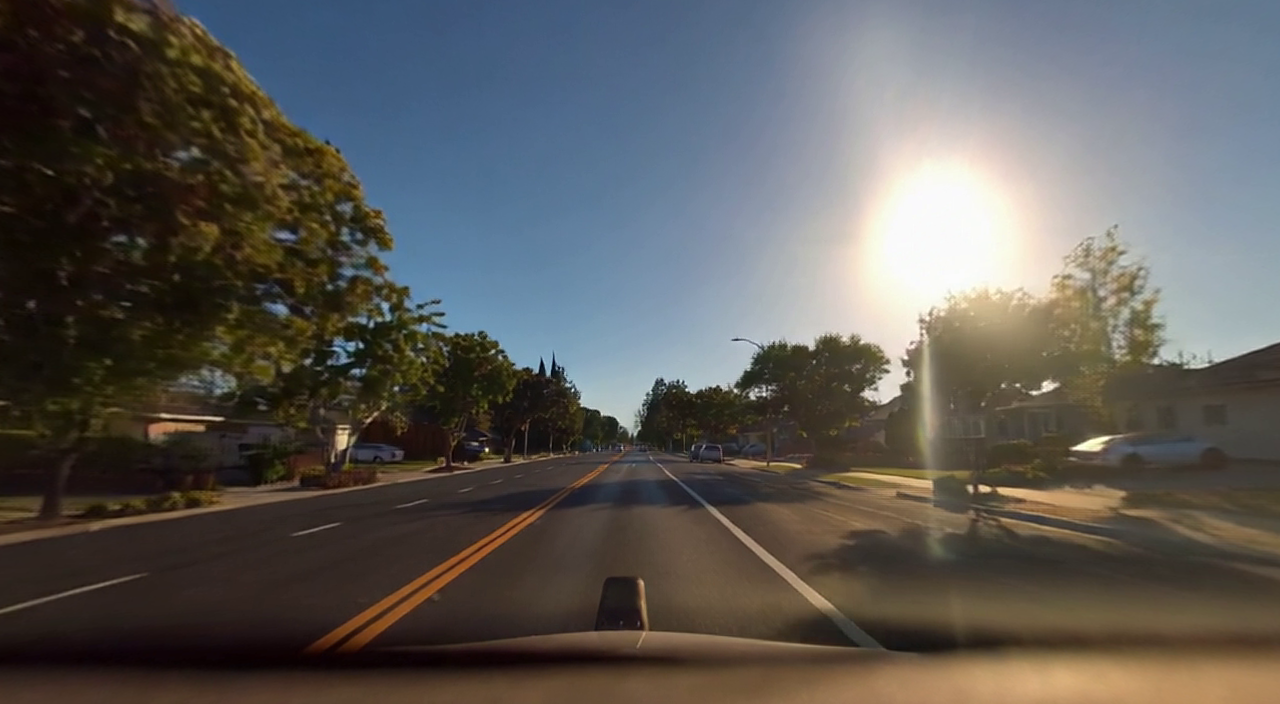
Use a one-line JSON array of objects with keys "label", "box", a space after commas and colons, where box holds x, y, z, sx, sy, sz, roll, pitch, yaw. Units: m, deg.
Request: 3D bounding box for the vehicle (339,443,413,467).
[{"label": "vehicle", "box": [-19.626, 7.673, 47.058, 4.497, 1.674, 2.168, -1, -9, 4]}]

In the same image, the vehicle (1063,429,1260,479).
[{"label": "vehicle", "box": [16.817, 3.306, 20.609, 4.443, 1.497, 2.168, 0, -8, 3]}]
